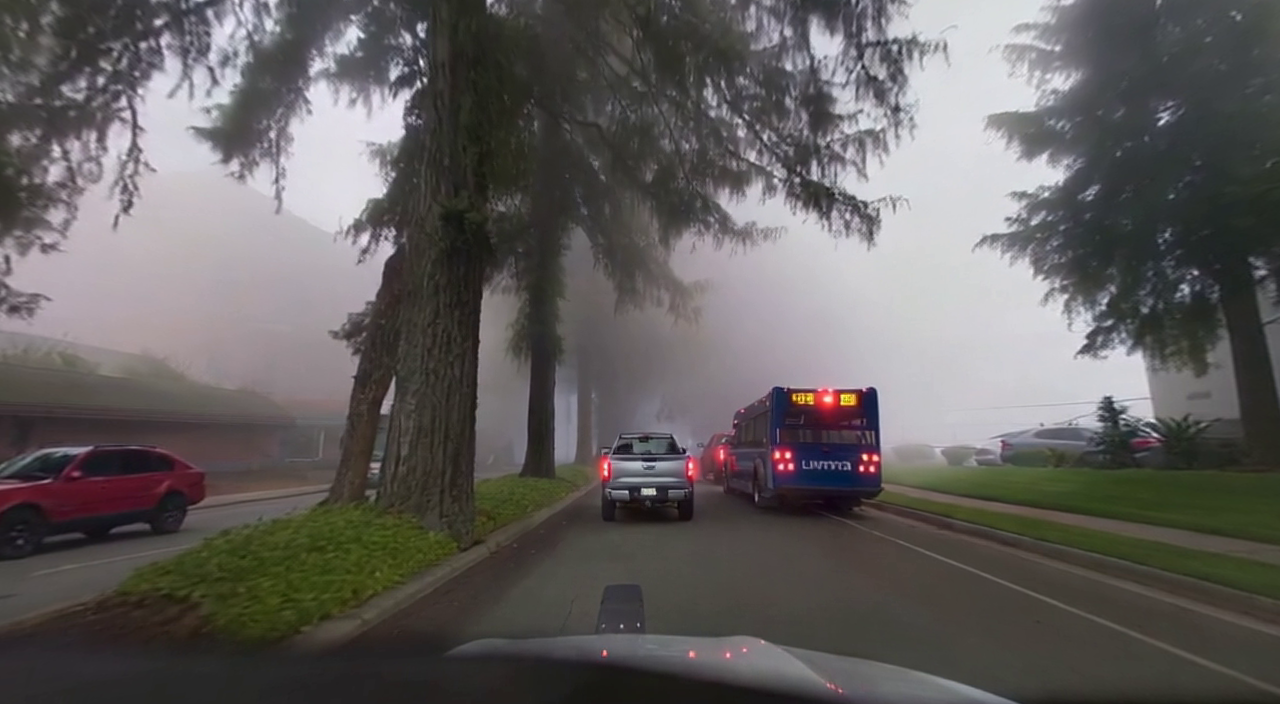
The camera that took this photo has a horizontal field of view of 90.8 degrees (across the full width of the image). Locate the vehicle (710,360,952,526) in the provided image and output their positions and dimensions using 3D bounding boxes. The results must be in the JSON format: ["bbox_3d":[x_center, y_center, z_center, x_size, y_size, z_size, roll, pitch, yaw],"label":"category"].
[{"bbox_3d":[4.083,2.433,16.939,3.088,3.057,10.503,0,-8,-1],"label":"vehicle"}]

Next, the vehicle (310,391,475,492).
[{"bbox_3d":[-11.541,4.517,31.640,2.996,4.022,12.692,0,-8,1],"label":"vehicle"}]

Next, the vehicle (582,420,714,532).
[{"bbox_3d":[0.103,2.478,13.368,2.157,1.816,5.804,0,-8,-1],"label":"vehicle"}]

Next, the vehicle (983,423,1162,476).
[{"bbox_3d":[14.542,3.306,21.479,4.452,1.554,2.158,-2,-8,-1],"label":"vehicle"}]

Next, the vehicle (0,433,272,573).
[{"bbox_3d":[-8.448,2.234,10.276,2.028,1.728,4.630,0,-8,1],"label":"vehicle"}]
